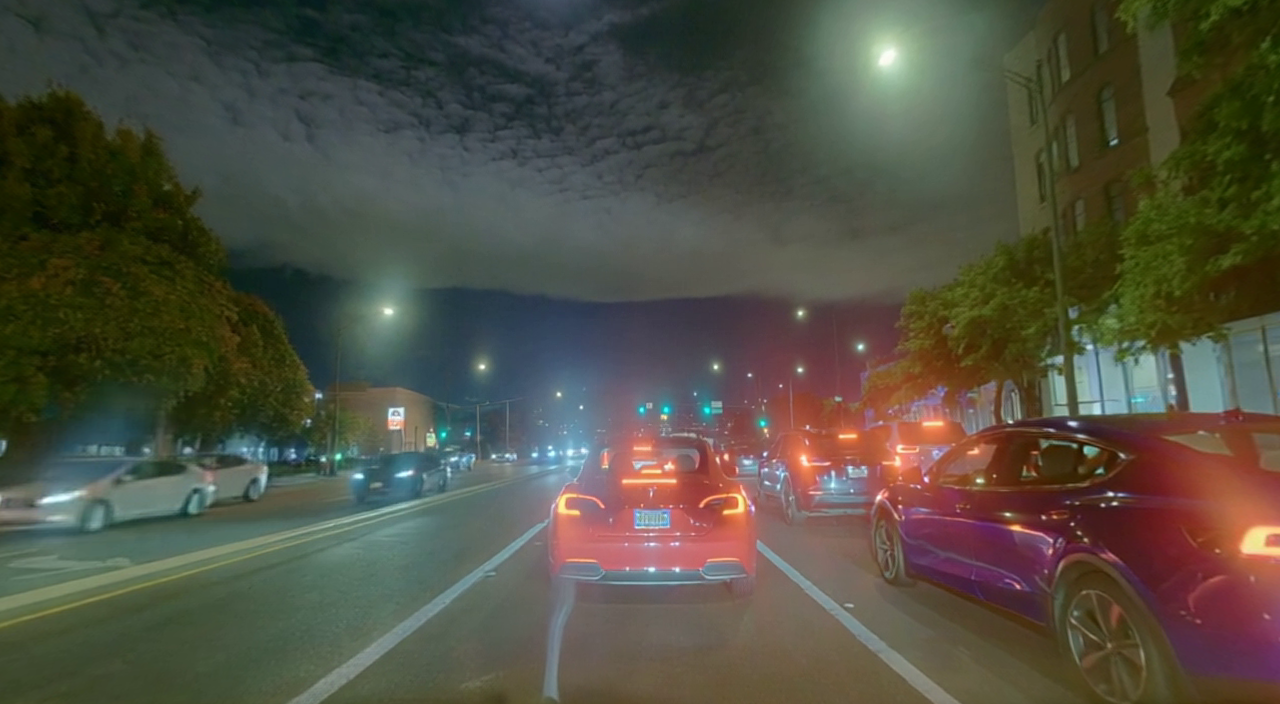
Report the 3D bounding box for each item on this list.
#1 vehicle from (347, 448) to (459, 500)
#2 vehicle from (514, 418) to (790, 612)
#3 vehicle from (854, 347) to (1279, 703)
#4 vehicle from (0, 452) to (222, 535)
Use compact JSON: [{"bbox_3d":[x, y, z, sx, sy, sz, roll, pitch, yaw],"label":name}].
[{"bbox_3d":[-7.619,3.929,20.760,1.979,1.490,4.225,0,-8,1],"label":"vehicle"},{"bbox_3d":[0.102,1.558,6.935,2.137,1.488,3.938,0,-8,0],"label":"vehicle"},{"bbox_3d":[3.194,1.098,4.071,2.038,1.651,4.455,0,-8,0],"label":"vehicle"},{"bbox_3d":[-11.806,3.010,14.073,1.892,1.479,4.355,0,-8,1],"label":"vehicle"}]
